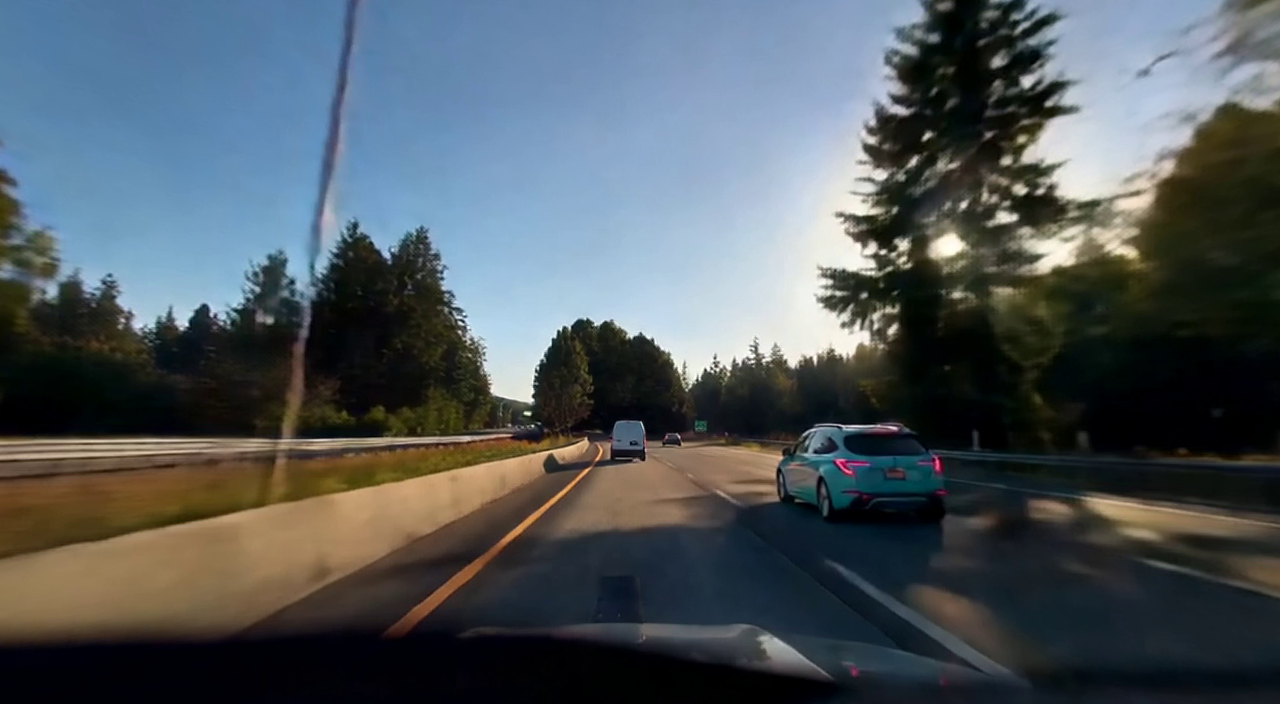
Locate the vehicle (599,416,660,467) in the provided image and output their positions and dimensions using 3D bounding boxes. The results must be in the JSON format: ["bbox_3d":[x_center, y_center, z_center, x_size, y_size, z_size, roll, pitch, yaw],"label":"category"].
[{"bbox_3d":[-0.483,3.865,27.252,2.403,1.994,4.683,0,-8,-2],"label":"vehicle"}]

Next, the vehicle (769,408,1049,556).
[{"bbox_3d":[3.367,1.693,8.967,2.078,1.600,4.012,0,-8,-2],"label":"vehicle"}]
